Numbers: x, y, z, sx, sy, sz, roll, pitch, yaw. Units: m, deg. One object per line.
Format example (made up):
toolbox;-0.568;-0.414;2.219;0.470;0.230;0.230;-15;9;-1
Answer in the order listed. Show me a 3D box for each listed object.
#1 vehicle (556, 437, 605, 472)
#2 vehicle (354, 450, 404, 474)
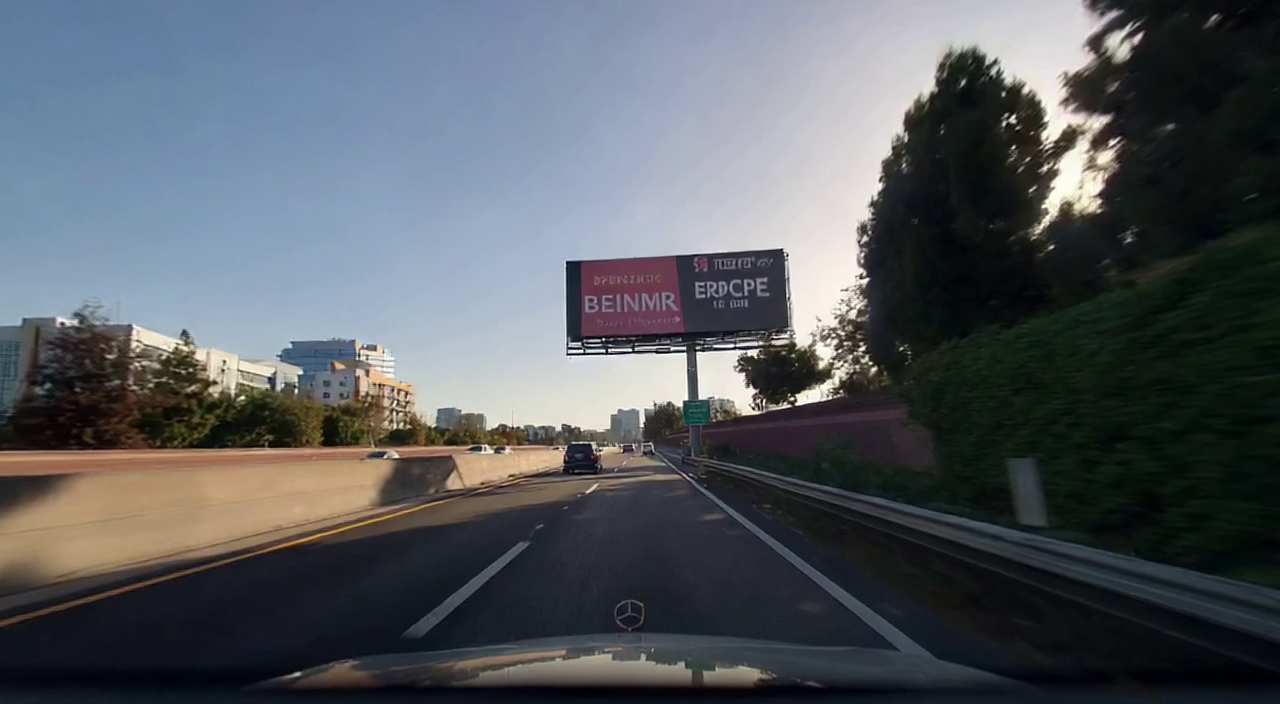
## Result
vehicle;-3.272;5.771;35.688;2.159;1.793;5.027;-1;-8;1
vehicle;-17.158;7.205;41.665;1.722;1.461;3.636;-1;-8;1
